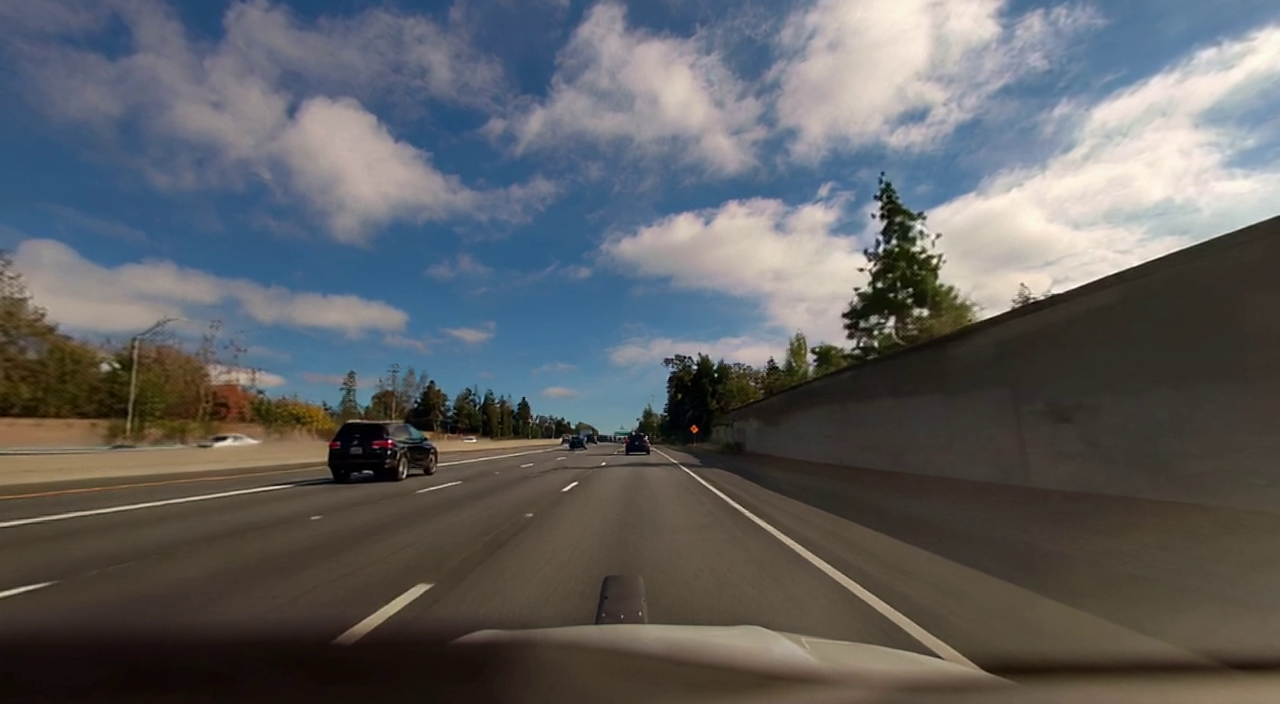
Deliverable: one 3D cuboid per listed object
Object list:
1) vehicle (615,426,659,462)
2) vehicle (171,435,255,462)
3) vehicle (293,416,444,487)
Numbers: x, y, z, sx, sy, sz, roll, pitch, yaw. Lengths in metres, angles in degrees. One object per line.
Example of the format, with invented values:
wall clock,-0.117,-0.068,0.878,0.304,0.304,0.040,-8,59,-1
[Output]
vehicle,-0.125,4.766,32.689,2.141,1.706,4.065,0,-8,1
vehicle,-25.650,5.825,38.031,1.858,1.525,4.501,0,-8,1
vehicle,-7.361,2.772,17.693,2.166,1.705,4.433,0,-8,1
